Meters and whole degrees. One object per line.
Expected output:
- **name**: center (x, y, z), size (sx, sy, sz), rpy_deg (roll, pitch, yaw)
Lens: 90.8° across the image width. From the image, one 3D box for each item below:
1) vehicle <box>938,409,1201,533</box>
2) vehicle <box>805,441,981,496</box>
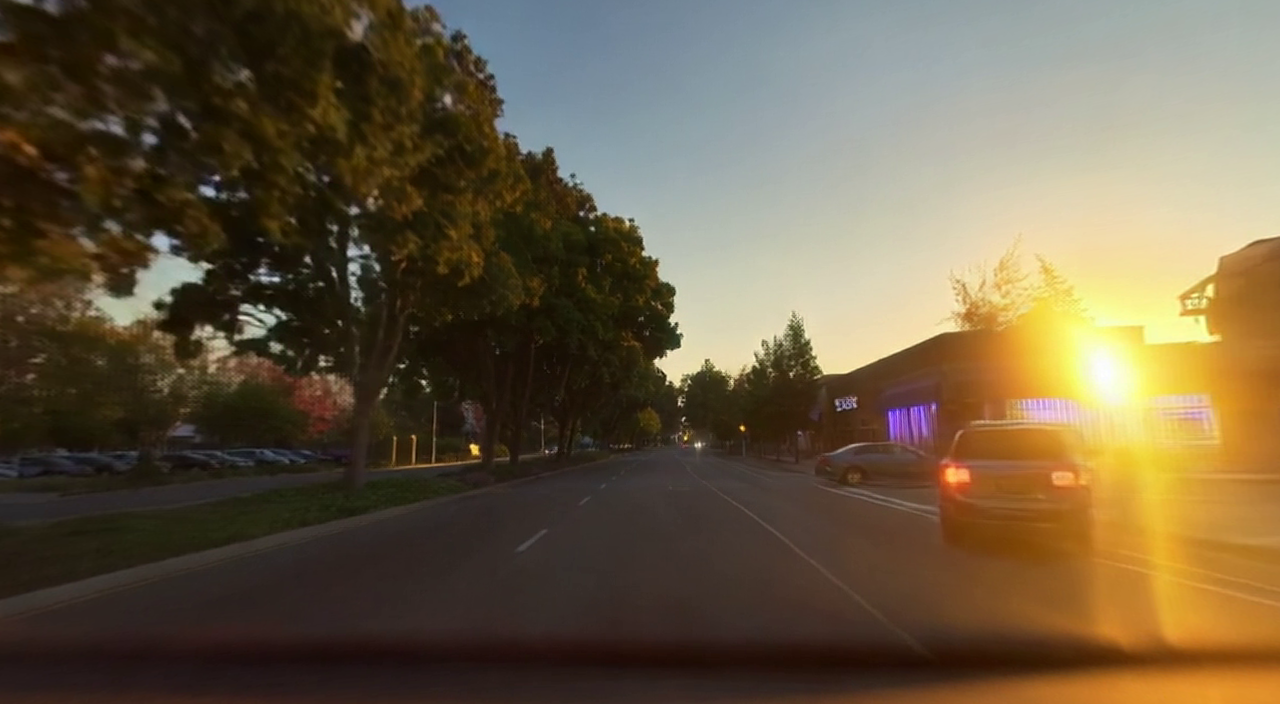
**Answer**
- **vehicle**: center (8.701, 2.273, 12.710), size (5.157, 1.991, 2.477), rpy_deg (5, -10, -34)
- **vehicle**: center (7.679, 3.503, 19.355), size (4.733, 1.499, 2.000), rpy_deg (-4, -9, 26)
